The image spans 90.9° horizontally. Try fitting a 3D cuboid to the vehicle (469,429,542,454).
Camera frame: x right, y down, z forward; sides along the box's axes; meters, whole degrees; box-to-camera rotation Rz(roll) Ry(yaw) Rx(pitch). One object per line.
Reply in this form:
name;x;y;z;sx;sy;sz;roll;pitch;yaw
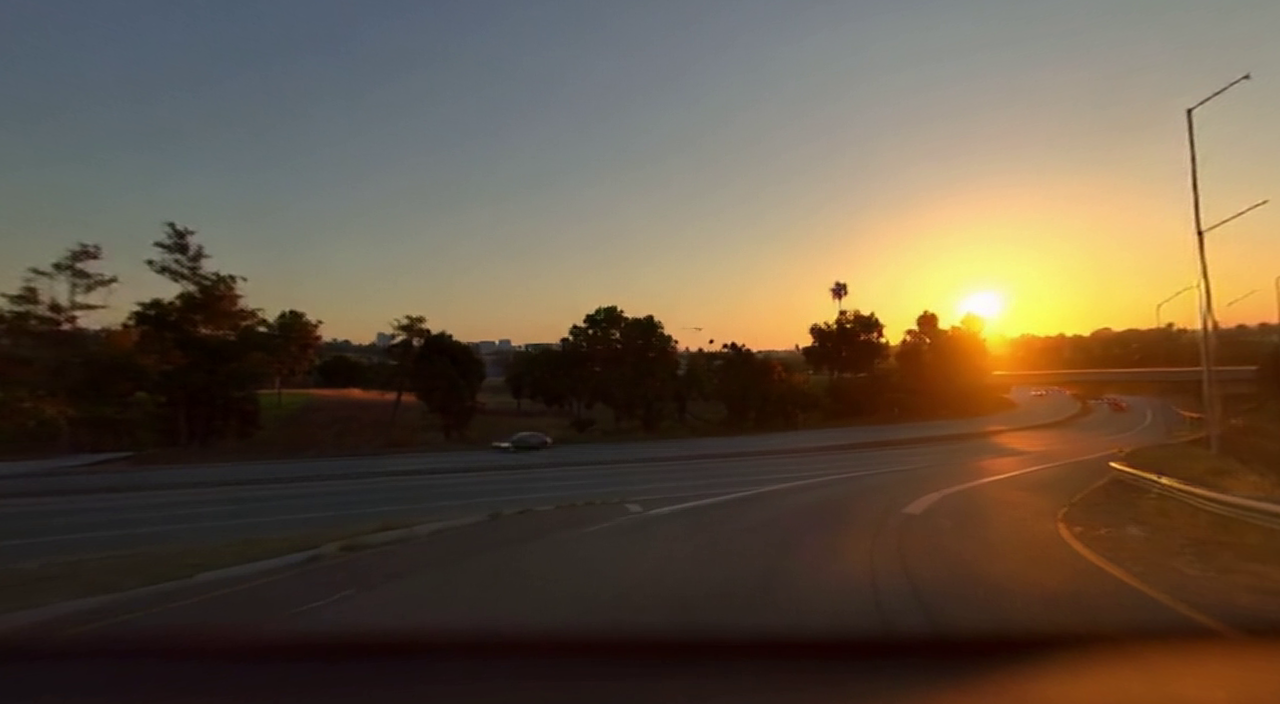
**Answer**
vehicle;-9.035;6.083;42.677;4.433;1.597;1.922;7;-11;-42
